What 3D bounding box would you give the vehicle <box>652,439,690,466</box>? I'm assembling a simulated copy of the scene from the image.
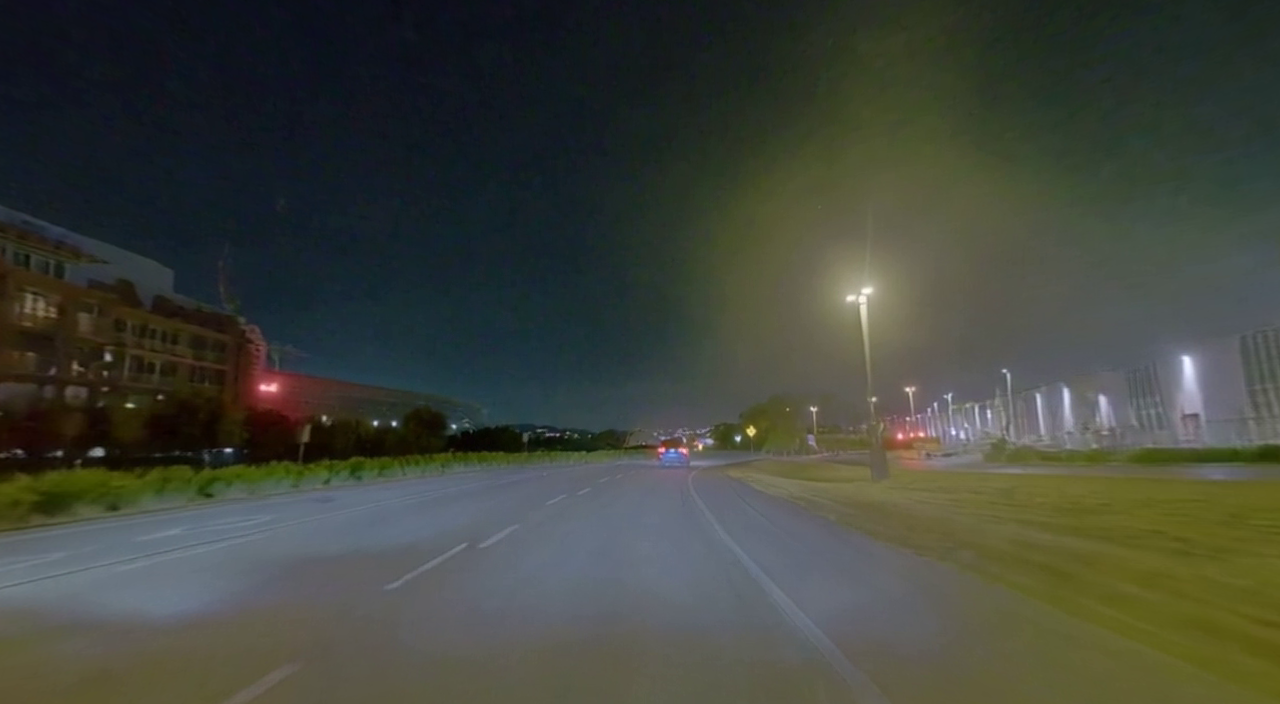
[{"bbox_3d":[2.215,7.060,44.399,2.370,1.781,4.440,-1,-9,6],"label":"vehicle"}]
